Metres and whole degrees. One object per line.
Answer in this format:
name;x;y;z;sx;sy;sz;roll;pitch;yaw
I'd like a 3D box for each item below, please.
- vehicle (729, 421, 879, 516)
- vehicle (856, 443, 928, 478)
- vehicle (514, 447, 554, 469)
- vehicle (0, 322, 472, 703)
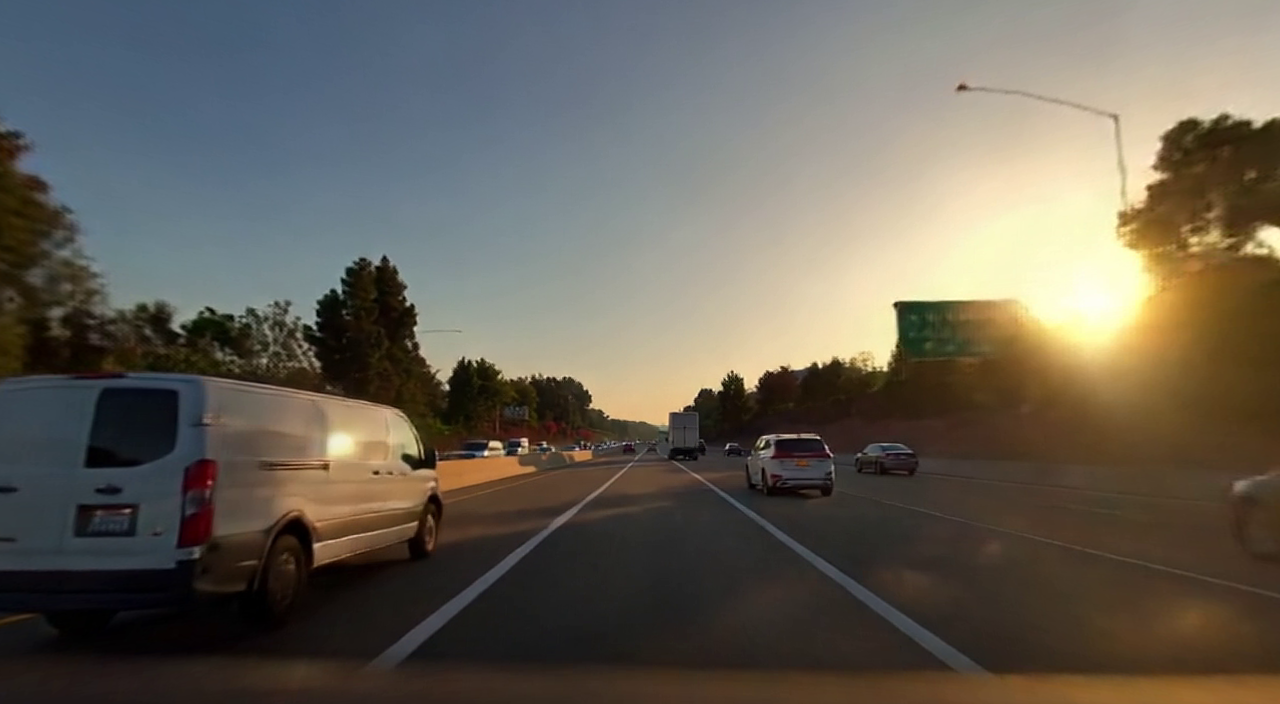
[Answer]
vehicle;3.584;2.652;14.889;2.209;1.862;4.717;0;-8;0
vehicle;11.573;4.984;29.289;1.827;1.493;3.919;0;-8;2
vehicle;-7.475;7.487;44.795;1.977;1.443;4.358;0;-8;2
vehicle;-3.336;1.206;5.475;2.159;1.922;5.345;0;-8;1
